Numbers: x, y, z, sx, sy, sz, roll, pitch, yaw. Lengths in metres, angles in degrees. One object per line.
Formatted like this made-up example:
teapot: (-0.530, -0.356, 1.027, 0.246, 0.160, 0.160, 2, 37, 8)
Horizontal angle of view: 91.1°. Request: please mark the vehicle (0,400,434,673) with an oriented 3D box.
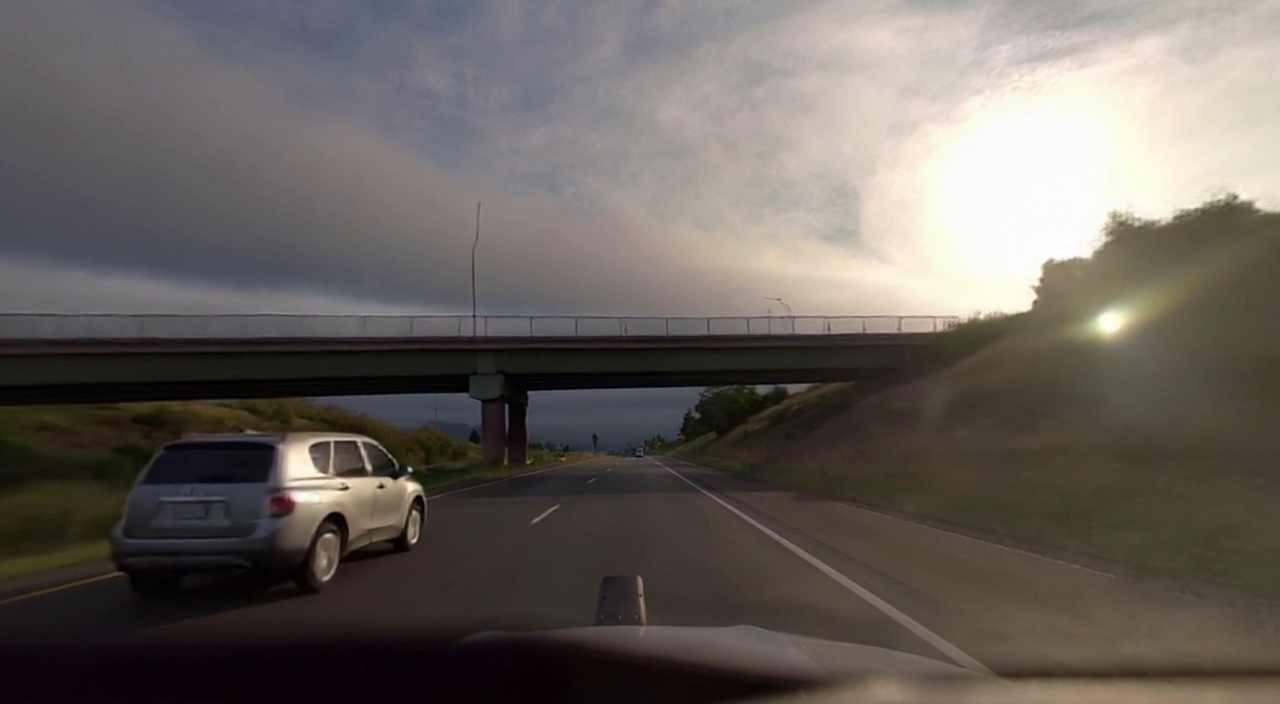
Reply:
vehicle: (-3.789, 1.467, 6.079, 2.082, 1.668, 4.274, 0, -9, 1)
